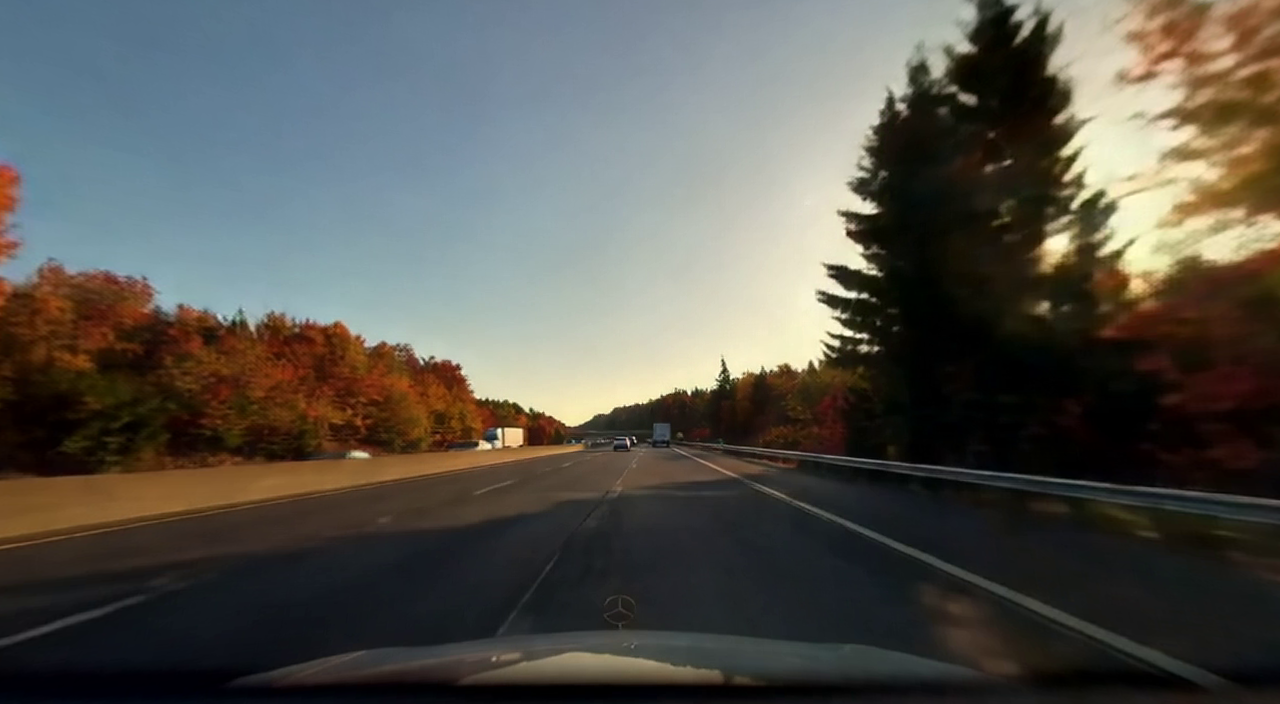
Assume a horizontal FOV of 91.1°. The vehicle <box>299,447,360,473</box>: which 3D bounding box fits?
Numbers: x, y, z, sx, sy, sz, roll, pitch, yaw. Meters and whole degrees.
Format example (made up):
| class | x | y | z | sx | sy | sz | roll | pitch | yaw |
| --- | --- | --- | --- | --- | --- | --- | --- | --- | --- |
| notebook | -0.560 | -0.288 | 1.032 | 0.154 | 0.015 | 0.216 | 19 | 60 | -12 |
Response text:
| class | x | y | z | sx | sy | sz | roll | pitch | yaw |
| --- | --- | --- | --- | --- | --- | --- | --- | --- | --- |
| vehicle | -19.199 | 6.644 | 38.948 | 1.774 | 1.458 | 3.786 | -1 | -8 | 1 |
